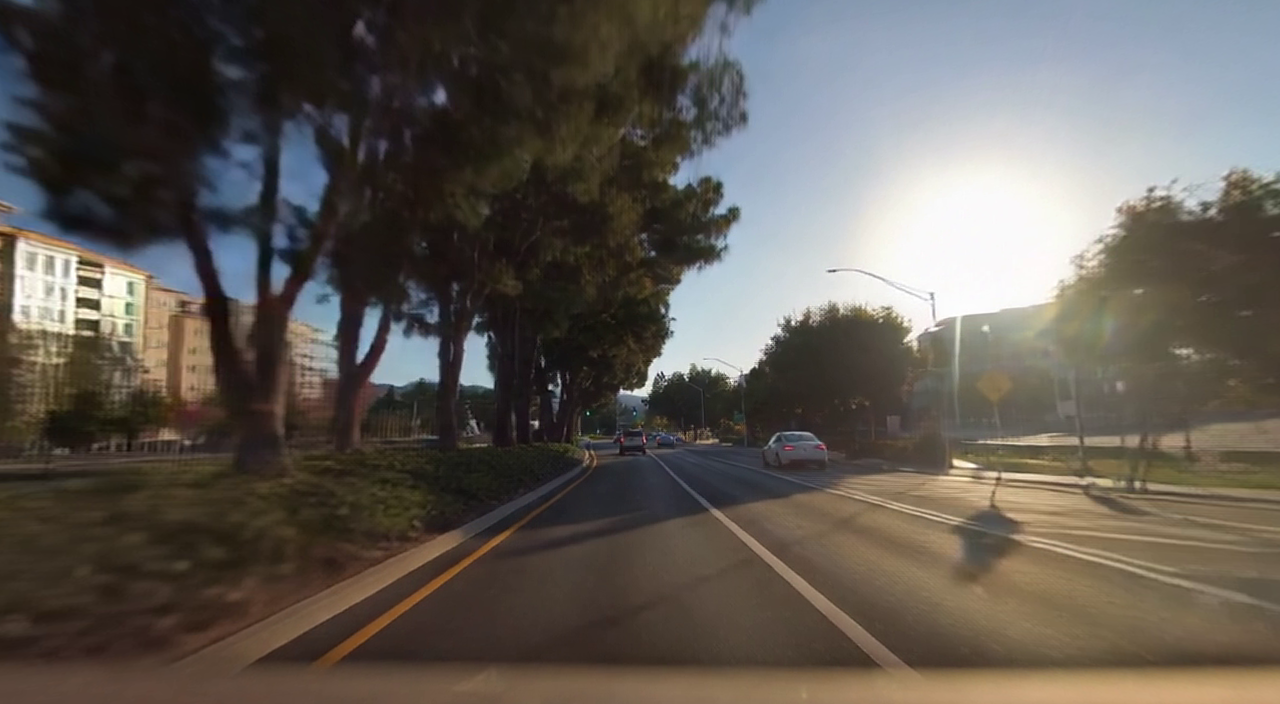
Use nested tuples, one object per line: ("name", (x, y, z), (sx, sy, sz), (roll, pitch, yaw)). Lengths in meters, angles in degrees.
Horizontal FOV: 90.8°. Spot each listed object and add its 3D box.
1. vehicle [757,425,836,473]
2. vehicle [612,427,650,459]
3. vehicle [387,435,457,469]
("vehicle", (6.393, 4.016, 26.376), (2.026, 1.804, 4.565), (0, -8, -1))
("vehicle", (-0.552, 5.482, 38.157), (2.193, 1.794, 4.457), (0, -8, -1))
("vehicle", (-10.915, 5.043, 32.014), (2.002, 1.620, 4.471), (0, -8, -1))
